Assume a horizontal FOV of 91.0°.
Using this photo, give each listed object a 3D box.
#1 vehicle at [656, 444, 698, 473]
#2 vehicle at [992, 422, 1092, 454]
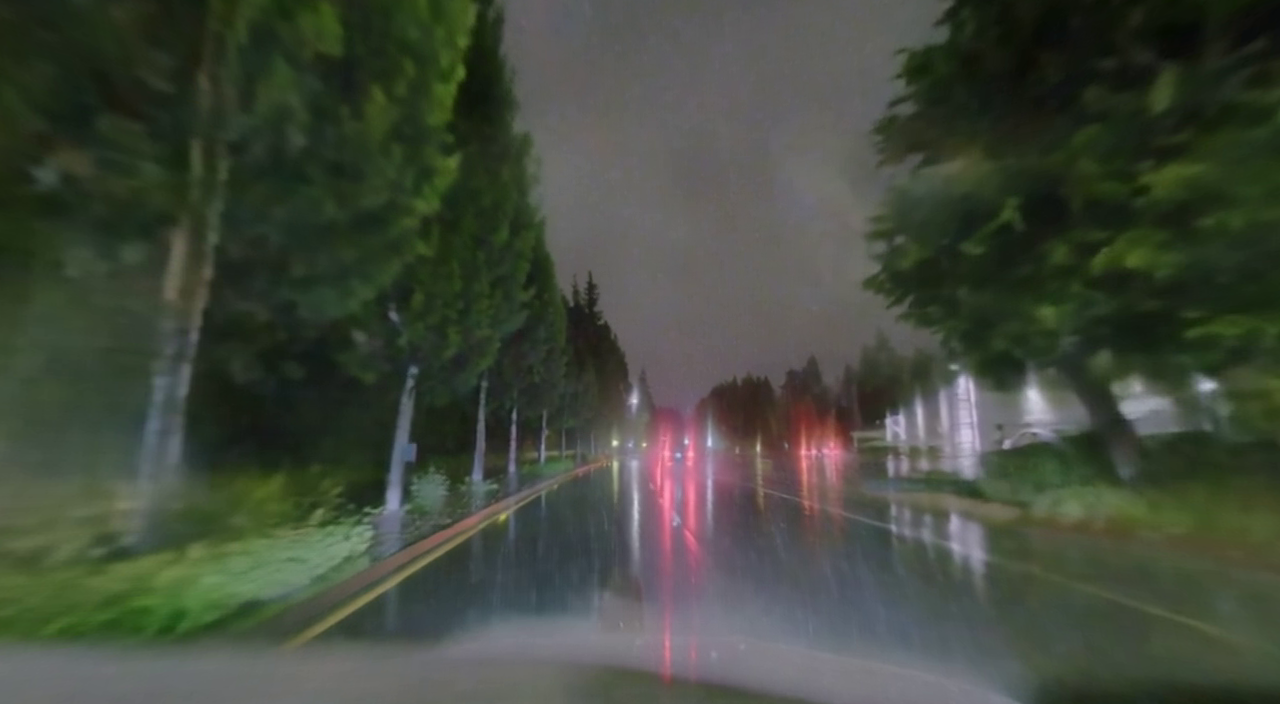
[{"bbox_3d":[2.040,6.052,36.109,2.044,1.537,4.528,0,-9,-1],"label":"vehicle"},{"bbox_3d":[27.854,6.004,43.743,5.465,2.116,2.004,0,-8,0],"label":"vehicle"}]
